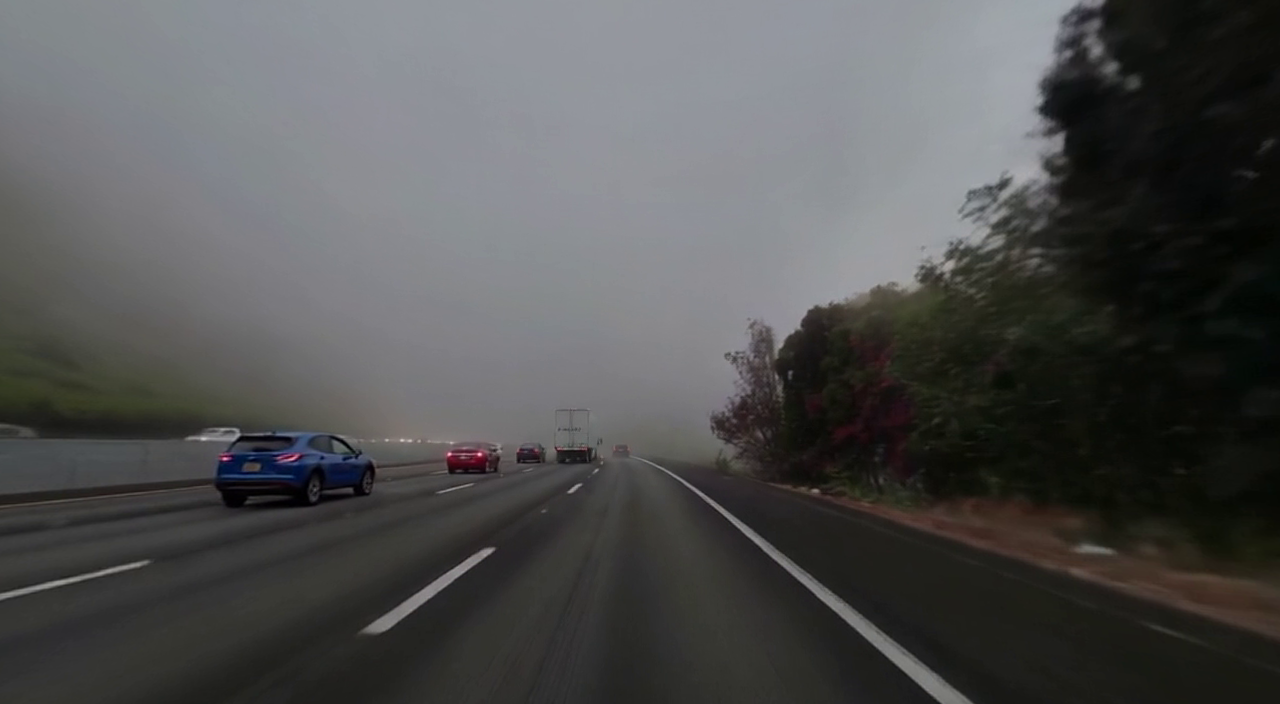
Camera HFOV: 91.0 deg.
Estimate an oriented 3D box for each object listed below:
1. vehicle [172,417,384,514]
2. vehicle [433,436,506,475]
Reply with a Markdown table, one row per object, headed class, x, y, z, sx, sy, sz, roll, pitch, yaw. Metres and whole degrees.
| class | x | y | z | sx | sy | sz | roll | pitch | yaw |
| --- | --- | --- | --- | --- | --- | --- | --- | --- | --- |
| vehicle | -7.524 | 2.410 | 13.738 | 2.081 | 1.740 | 4.268 | 1 | -9 | -1 |
| vehicle | -7.792 | 4.773 | 29.285 | 2.099 | 1.644 | 4.638 | 1 | -9 | -1 |
